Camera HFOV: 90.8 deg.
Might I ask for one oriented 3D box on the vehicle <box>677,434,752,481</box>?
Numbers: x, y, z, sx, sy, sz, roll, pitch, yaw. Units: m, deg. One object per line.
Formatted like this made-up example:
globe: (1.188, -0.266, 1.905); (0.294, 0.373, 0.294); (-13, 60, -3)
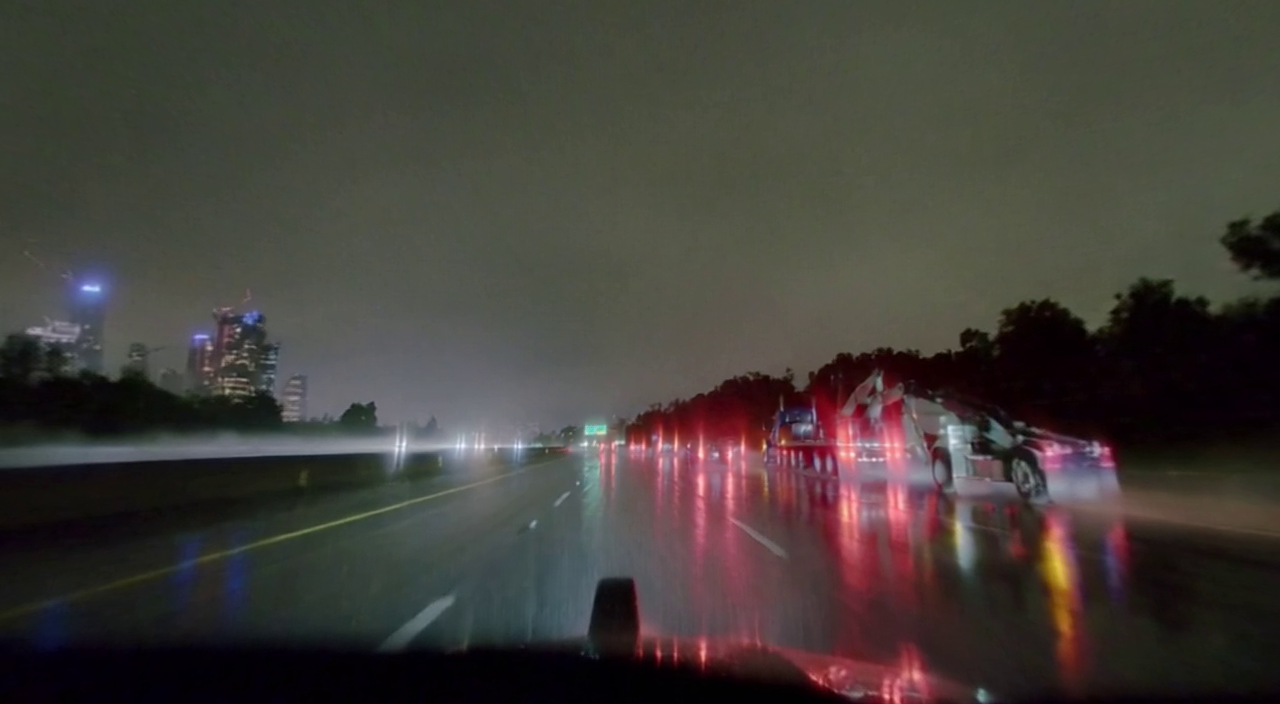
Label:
vehicle: (2.915, 4.248, 25.775); (2.305, 1.729, 4.526); (1, -8, -2)
